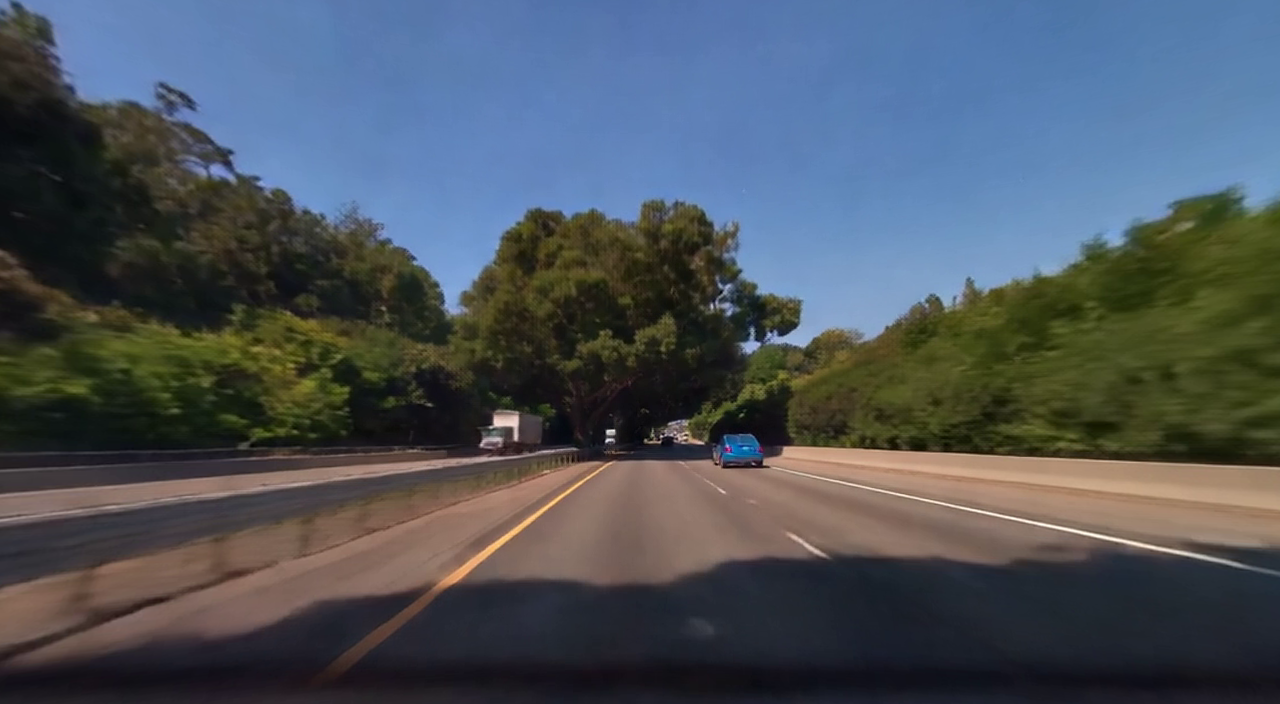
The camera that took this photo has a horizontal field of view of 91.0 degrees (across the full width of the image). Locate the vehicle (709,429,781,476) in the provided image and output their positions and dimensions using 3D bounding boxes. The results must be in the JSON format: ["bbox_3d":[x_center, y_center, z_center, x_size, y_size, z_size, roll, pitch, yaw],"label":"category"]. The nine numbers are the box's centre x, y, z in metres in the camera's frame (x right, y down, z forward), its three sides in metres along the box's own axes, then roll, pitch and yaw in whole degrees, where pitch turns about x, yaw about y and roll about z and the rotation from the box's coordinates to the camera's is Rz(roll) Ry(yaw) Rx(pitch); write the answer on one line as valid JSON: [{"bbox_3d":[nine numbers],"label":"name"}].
[{"bbox_3d":[4.009,3.901,24.724,2.022,1.663,4.245,0,-8,-1],"label":"vehicle"}]
